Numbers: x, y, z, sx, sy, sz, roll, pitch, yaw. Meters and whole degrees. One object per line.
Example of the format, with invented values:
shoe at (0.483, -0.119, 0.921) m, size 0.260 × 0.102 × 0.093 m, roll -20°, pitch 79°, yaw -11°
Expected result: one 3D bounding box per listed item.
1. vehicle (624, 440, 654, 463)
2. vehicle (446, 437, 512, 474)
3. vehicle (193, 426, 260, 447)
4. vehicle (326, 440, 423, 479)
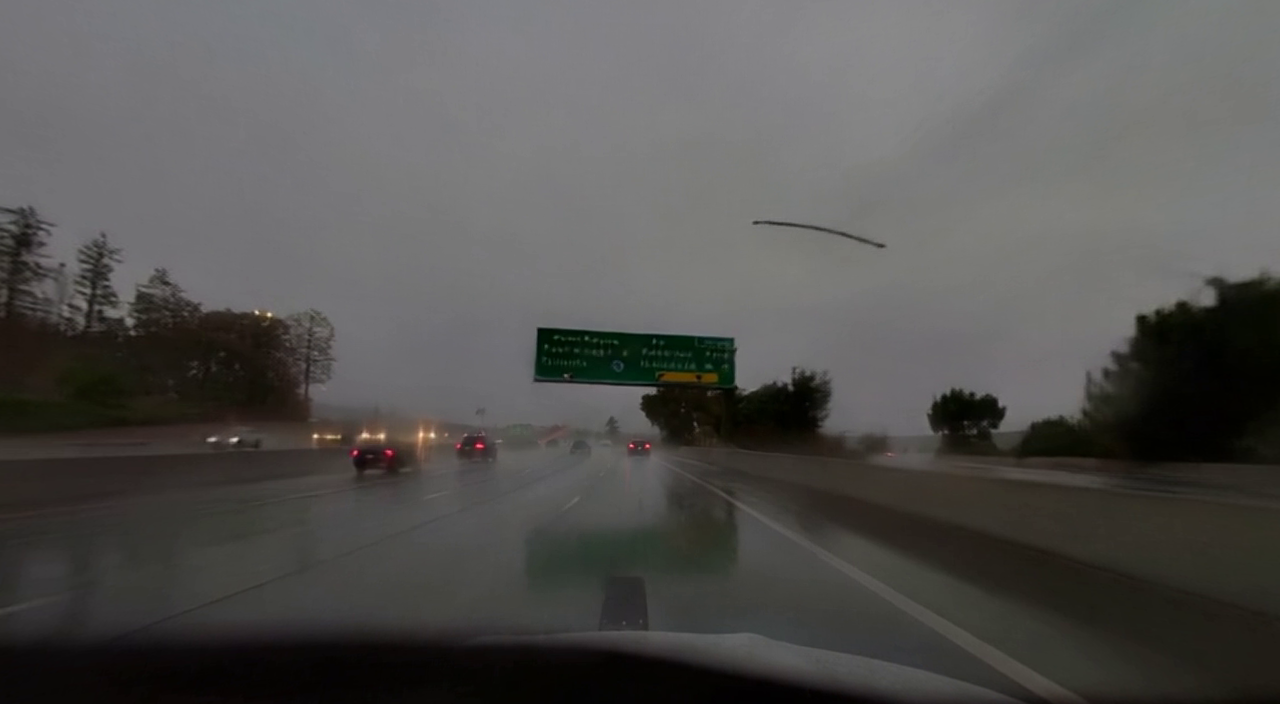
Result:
vehicle at (-0.128, 6.503, 41.382) m, size 1.881 × 1.460 × 3.694 m, roll 0°, pitch -8°, yaw -1°
vehicle at (-7.529, 4.861, 29.899) m, size 2.086 × 1.628 × 4.039 m, roll 0°, pitch -8°, yaw -1°
vehicle at (-30.863, 6.346, 47.266) m, size 1.861 × 1.520 × 4.575 m, roll 0°, pitch -8°, yaw 1°
vehicle at (-11.115, 4.509, 26.840) m, size 1.935 × 1.474 × 5.033 m, roll 0°, pitch -8°, yaw 0°
